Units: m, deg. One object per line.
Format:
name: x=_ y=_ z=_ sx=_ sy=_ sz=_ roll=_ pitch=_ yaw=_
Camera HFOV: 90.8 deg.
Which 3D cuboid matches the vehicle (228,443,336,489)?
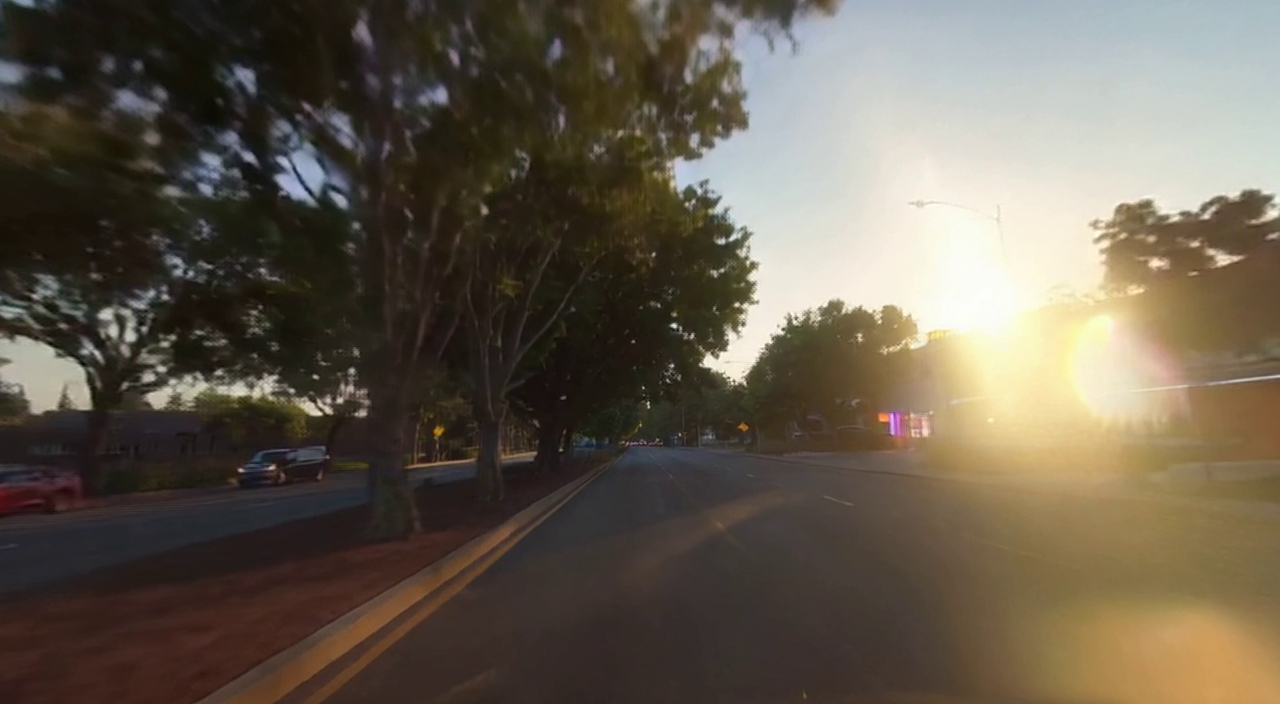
vehicle: x=-19.449 y=6.159 z=34.771 sx=2.648 sy=2.106 sz=6.148 roll=-2 pitch=-8 yaw=-3
